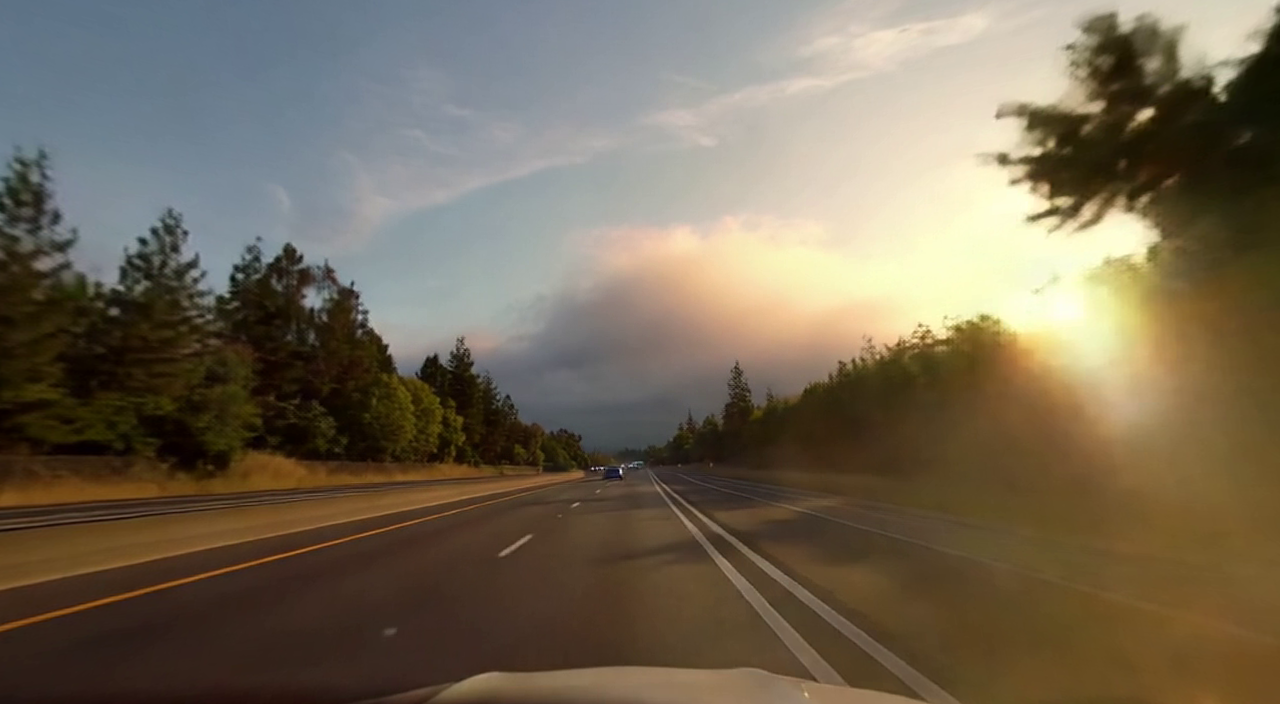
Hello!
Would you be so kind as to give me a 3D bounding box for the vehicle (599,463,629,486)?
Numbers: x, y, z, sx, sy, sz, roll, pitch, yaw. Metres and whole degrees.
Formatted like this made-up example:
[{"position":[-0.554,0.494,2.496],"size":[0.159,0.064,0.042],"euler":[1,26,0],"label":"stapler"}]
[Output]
[{"position":[-1.876,9.040,46.699],"size":[1.900,1.550,4.146],"euler":[1,-10,2],"label":"vehicle"}]
